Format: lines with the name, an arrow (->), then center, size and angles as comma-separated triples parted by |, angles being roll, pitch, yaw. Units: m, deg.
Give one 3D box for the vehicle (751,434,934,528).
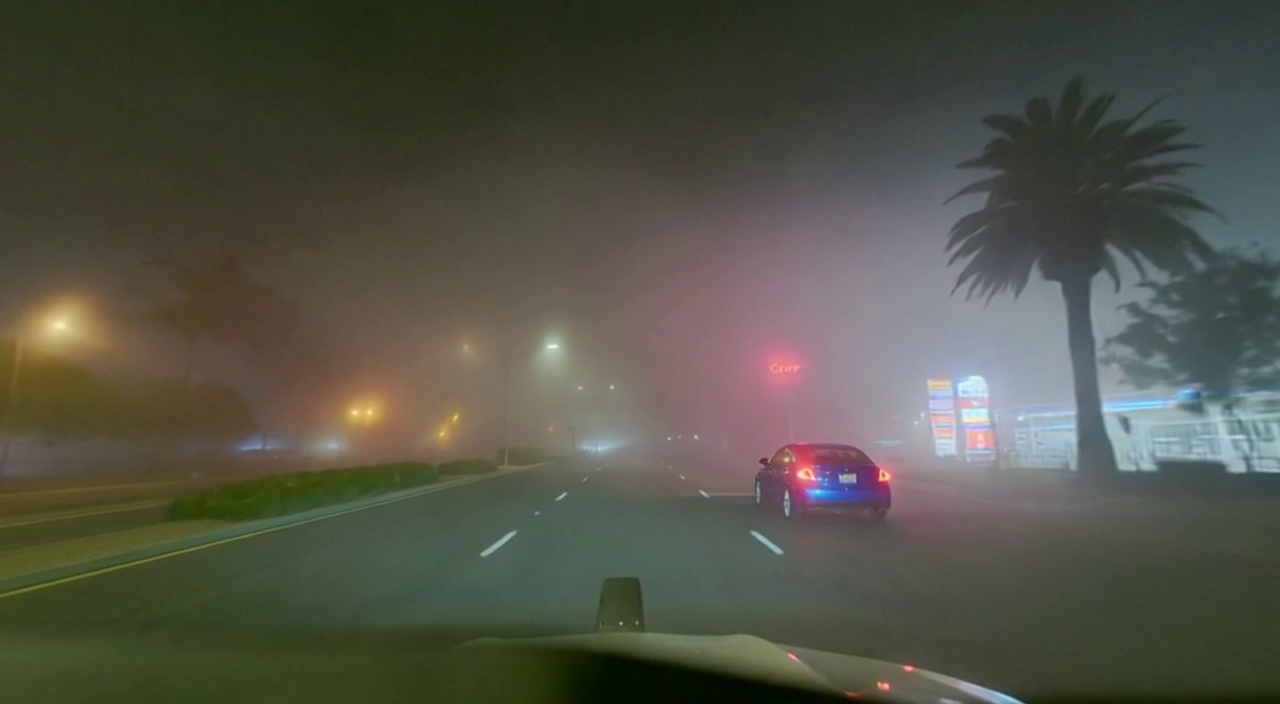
vehicle -> 3.508, 2.307, 11.933 | 1.978, 1.442, 4.262 | 0, -8, -1
